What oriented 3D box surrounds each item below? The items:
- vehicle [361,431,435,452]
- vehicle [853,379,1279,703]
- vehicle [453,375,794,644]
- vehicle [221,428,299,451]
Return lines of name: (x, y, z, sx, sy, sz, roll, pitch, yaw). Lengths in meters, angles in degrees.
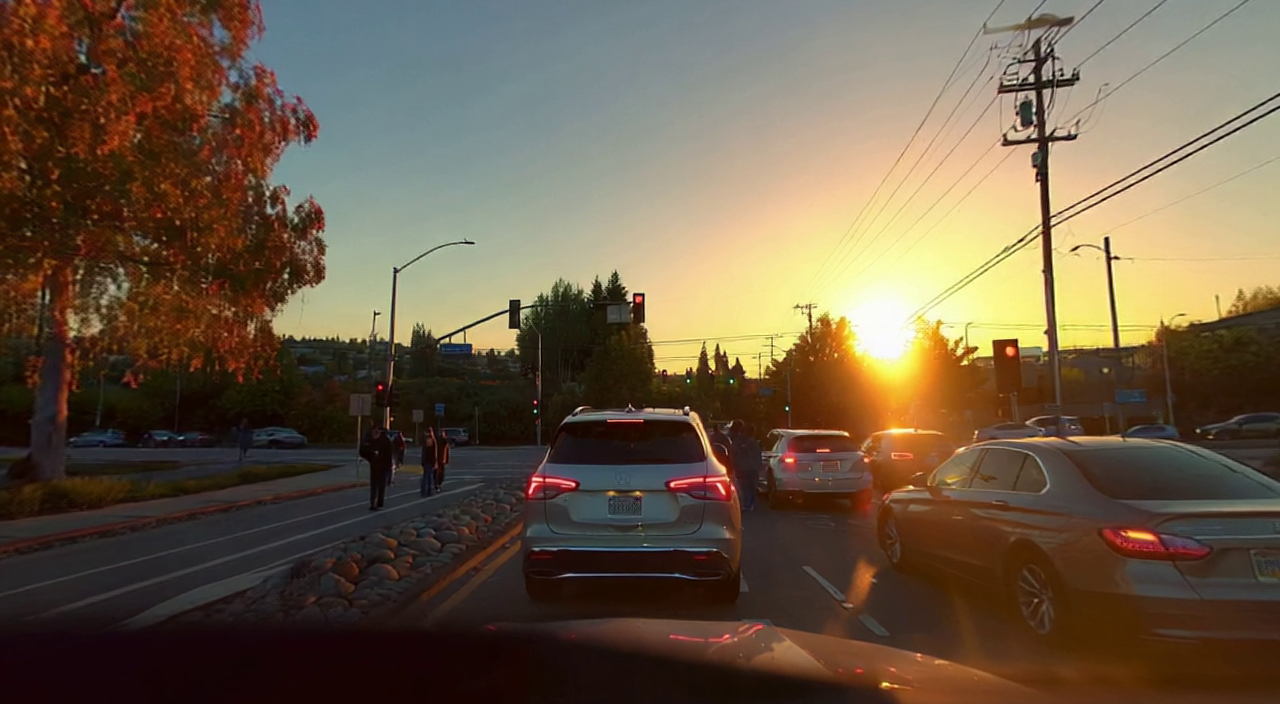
vehicle: (-17.755, 6.557, 46.353, 4.607, 1.478, 1.995, 0, -8, 0)
vehicle: (3.550, 1.297, 5.455, 1.948, 1.677, 4.437, 0, -8, 1)
vehicle: (-0.154, 1.373, 6.531, 2.271, 1.786, 4.443, 0, -8, -1)
vehicle: (-28.375, 6.533, 47.193, 4.587, 1.639, 1.878, 0, -8, 0)
